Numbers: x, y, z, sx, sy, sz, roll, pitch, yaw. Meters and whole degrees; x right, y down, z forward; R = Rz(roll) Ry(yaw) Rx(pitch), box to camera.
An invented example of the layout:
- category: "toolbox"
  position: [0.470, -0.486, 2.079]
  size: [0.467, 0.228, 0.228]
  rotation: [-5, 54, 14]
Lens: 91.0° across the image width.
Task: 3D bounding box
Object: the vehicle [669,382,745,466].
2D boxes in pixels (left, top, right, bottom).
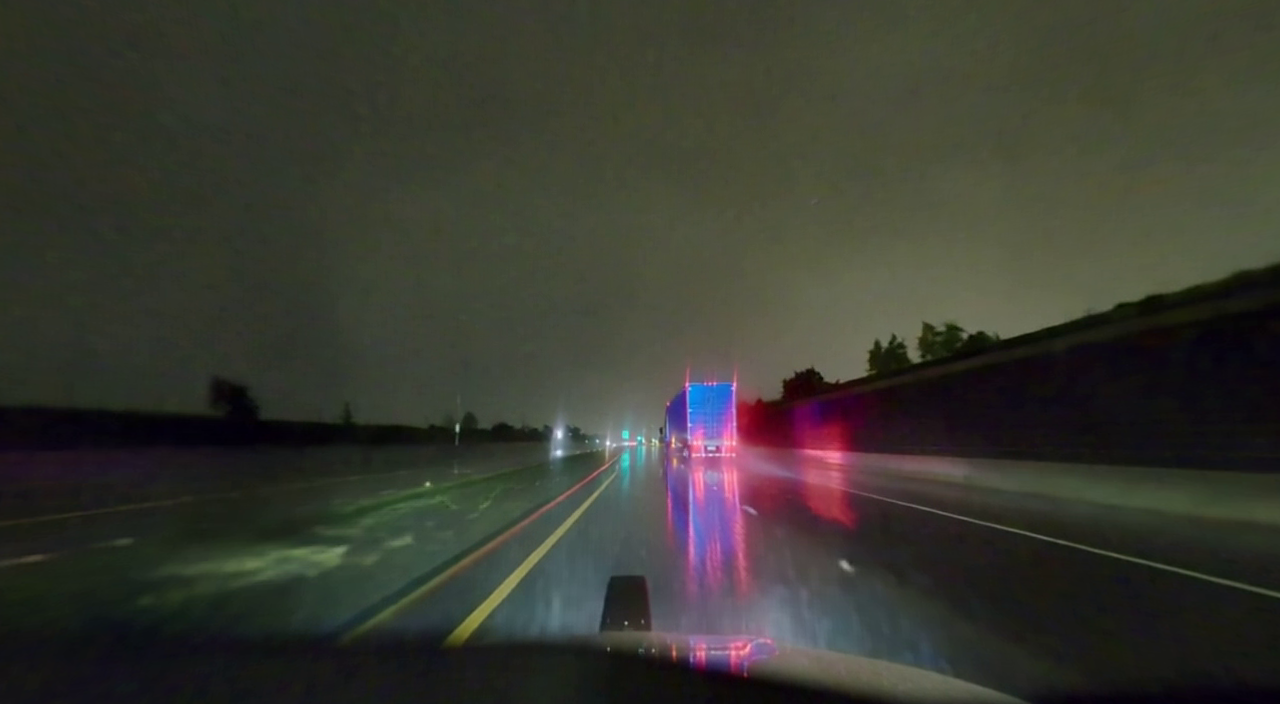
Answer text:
- category: "vehicle"
  position: [3.977, 4.919, 41.319]
  size: [3.615, 4.578, 13.539]
  rotation: [0, -8, 1]
